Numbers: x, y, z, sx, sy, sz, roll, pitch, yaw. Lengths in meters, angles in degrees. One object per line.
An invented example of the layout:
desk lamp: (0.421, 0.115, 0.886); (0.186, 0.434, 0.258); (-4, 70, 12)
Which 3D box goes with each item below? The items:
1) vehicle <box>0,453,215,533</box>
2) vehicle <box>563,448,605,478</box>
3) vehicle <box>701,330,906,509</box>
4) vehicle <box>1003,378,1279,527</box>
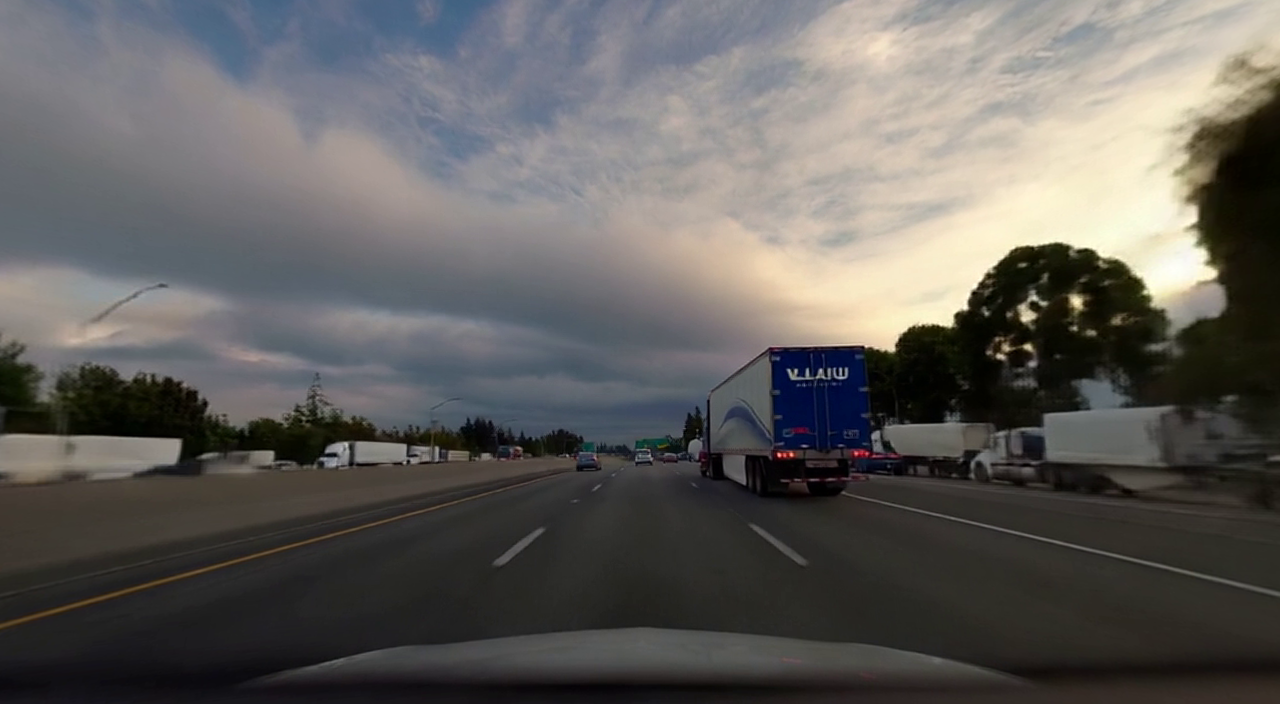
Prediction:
vehicle: (-12.029, 3.068, 14.315); (1.793, 1.455, 4.263); (0, -9, 0)
vehicle: (-3.291, 6.599, 37.667); (2.107, 1.626, 4.804); (0, -9, 0)
vehicle: (4.395, 2.612, 21.518); (2.847, 4.075, 14.244); (0, -9, -1)
vehicle: (18.632, 3.602, 22.531); (2.828, 3.967, 14.191); (2, -9, 0)
